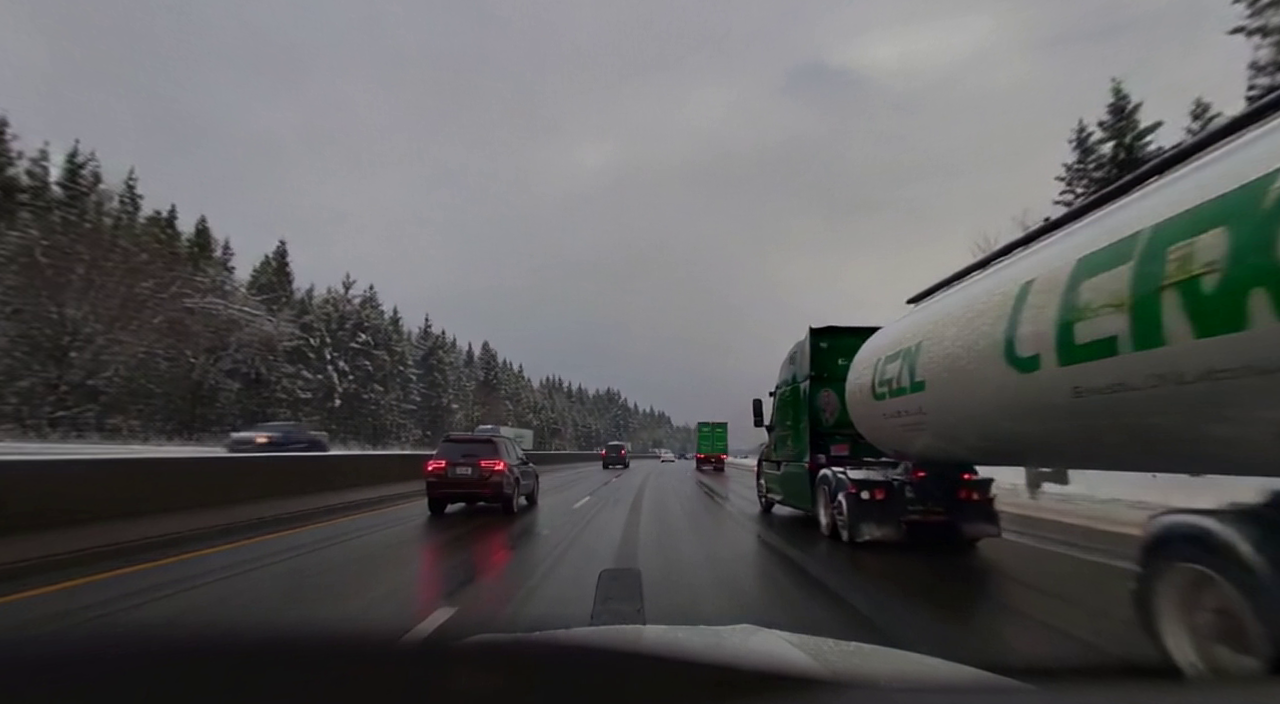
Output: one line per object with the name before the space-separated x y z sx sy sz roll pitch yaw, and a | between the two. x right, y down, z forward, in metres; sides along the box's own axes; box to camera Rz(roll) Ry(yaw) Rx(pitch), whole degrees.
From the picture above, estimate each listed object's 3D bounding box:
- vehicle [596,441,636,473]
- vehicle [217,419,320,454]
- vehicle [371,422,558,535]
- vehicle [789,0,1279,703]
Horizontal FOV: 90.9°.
vehicle | -1.568 7.147 42.917 2.201 2.038 5.065 -1 -9 4
vehicle | -17.327 4.044 29.706 1.834 1.515 4.605 -1 -9 3
vehicle | -3.006 2.313 12.013 2.205 1.728 4.397 0 -9 1
vehicle | 4.311 0.685 6.699 2.732 3.585 11.338 0 -9 0
